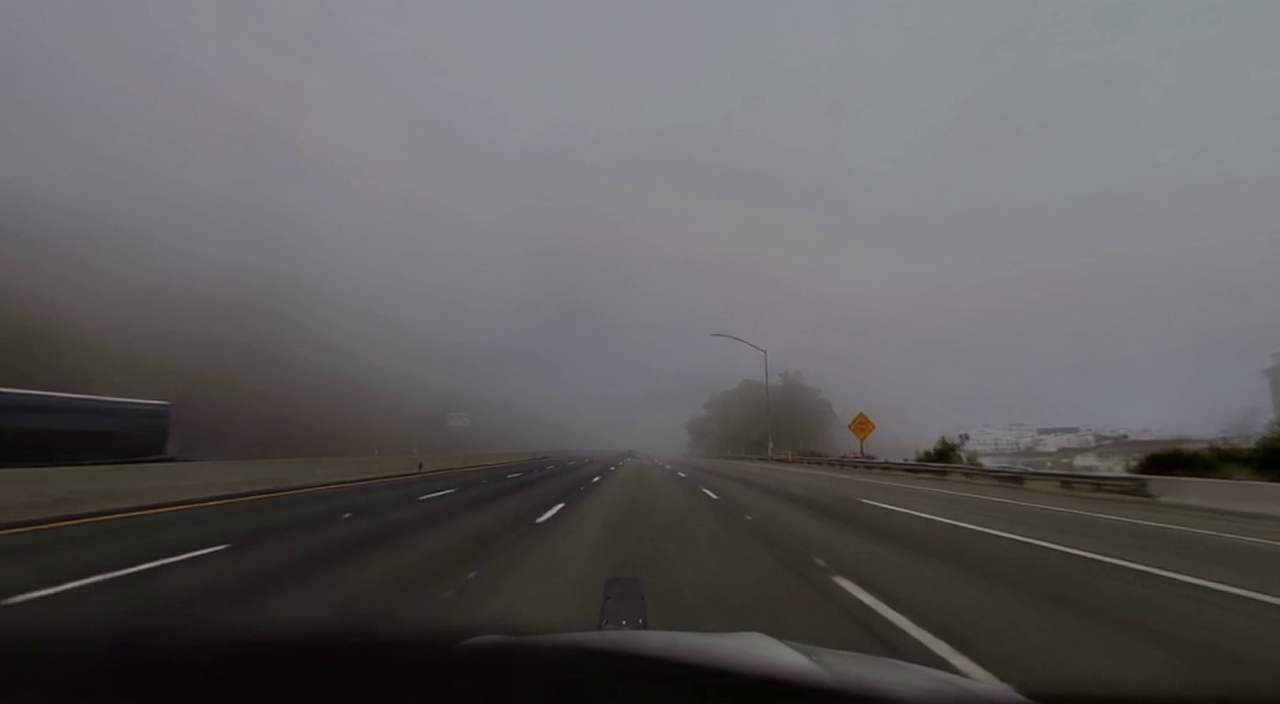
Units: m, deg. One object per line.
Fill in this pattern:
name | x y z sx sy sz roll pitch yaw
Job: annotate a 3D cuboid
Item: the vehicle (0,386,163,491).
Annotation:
vehicle | -26.333 3.607 26.153 2.833 4.035 12.987 0 -8 0
